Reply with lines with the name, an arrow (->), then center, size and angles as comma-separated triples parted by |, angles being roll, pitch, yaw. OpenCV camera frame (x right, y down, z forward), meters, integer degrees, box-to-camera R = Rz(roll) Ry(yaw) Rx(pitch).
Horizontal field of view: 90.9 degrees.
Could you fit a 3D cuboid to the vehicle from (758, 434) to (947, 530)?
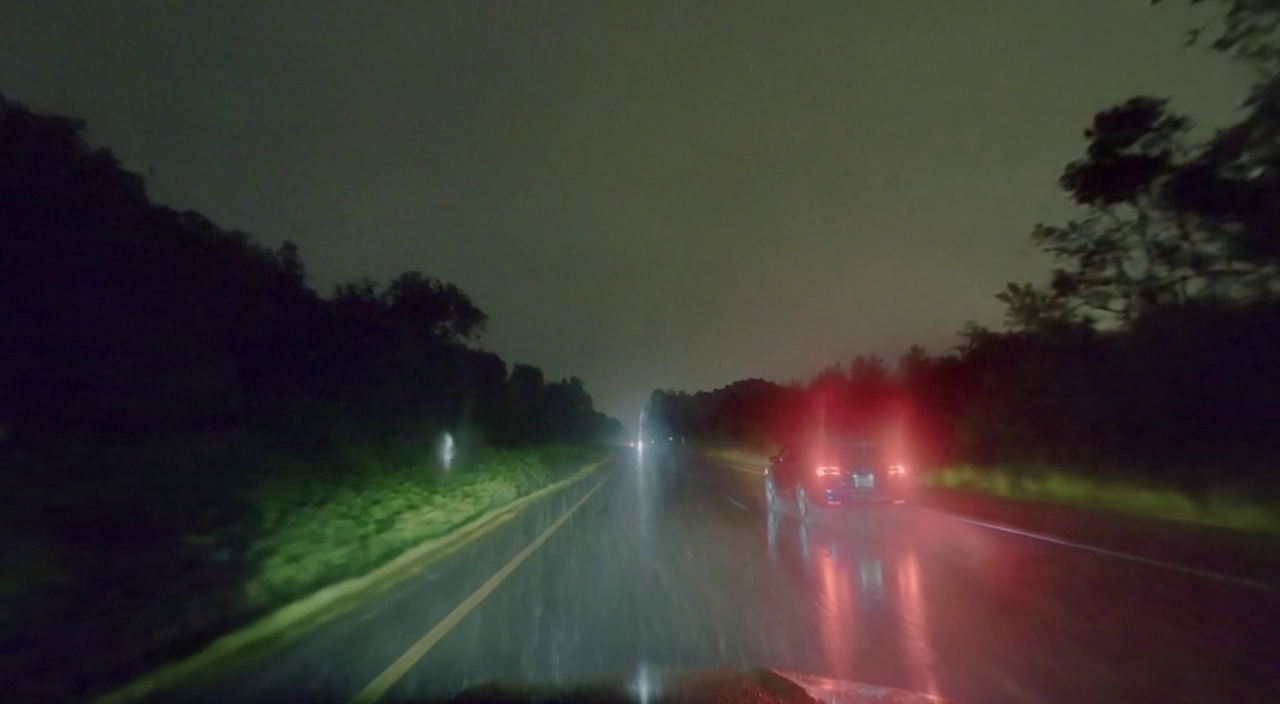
vehicle -> 3.731, 2.361, 12.085 | 2.003, 1.466, 4.441 | 0, -9, -1
